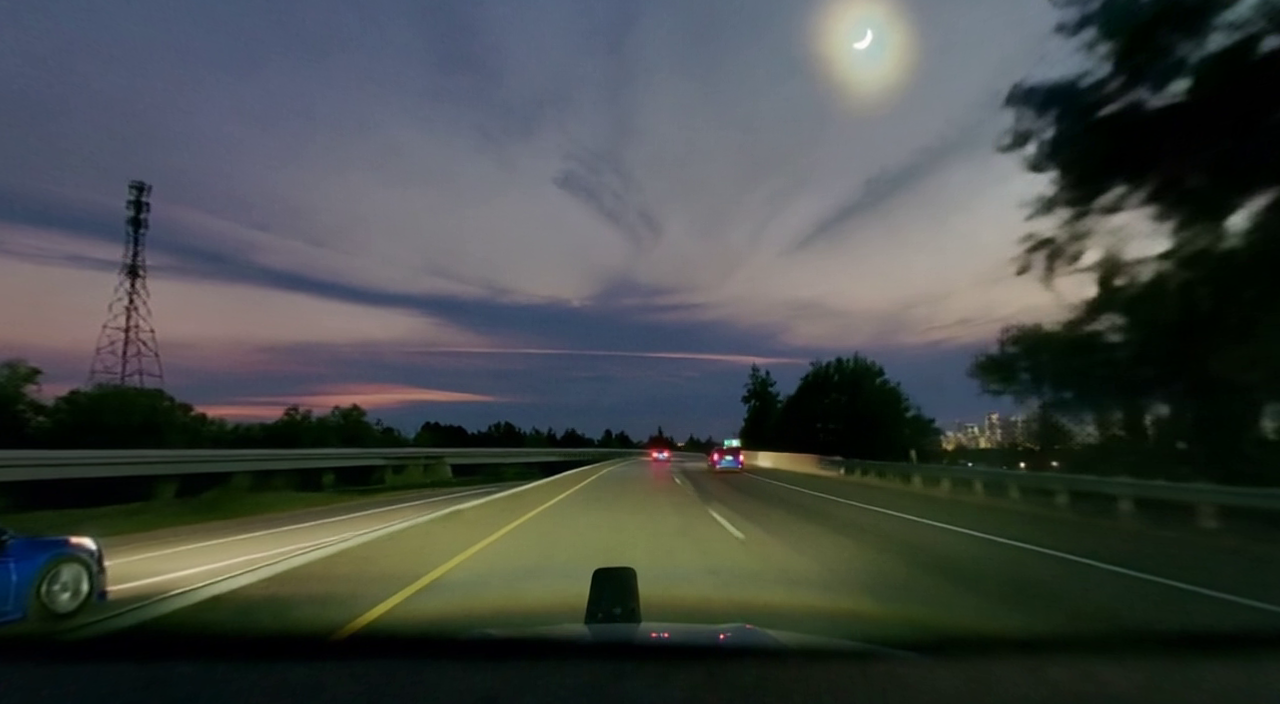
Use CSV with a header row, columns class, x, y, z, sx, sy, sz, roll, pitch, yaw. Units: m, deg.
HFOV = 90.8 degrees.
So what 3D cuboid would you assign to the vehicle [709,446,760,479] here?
class,x,y,z,sx,sy,sz,roll,pitch,yaw
vehicle,4.731,5.583,32.186,2.030,1.526,4.165,0,-9,1
